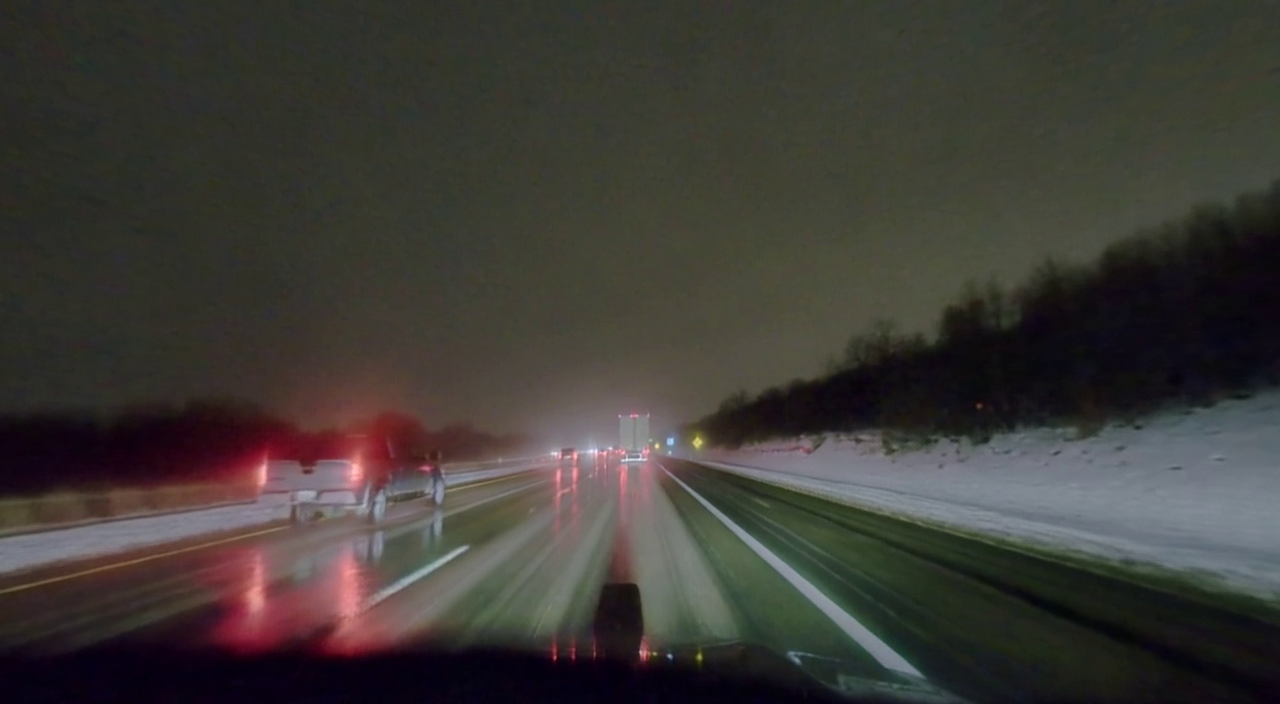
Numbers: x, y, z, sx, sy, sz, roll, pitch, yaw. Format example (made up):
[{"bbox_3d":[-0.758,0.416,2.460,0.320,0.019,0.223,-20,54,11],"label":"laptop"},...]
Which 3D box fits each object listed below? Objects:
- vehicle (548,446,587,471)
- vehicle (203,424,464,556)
[{"bbox_3d":[-4.495,6.672,39.704,1.978,1.507,4.062,0,-9,0],"label":"vehicle"},{"bbox_3d":[-4.407,2.041,10.009,1.991,1.618,4.211,0,-9,0],"label":"vehicle"}]
